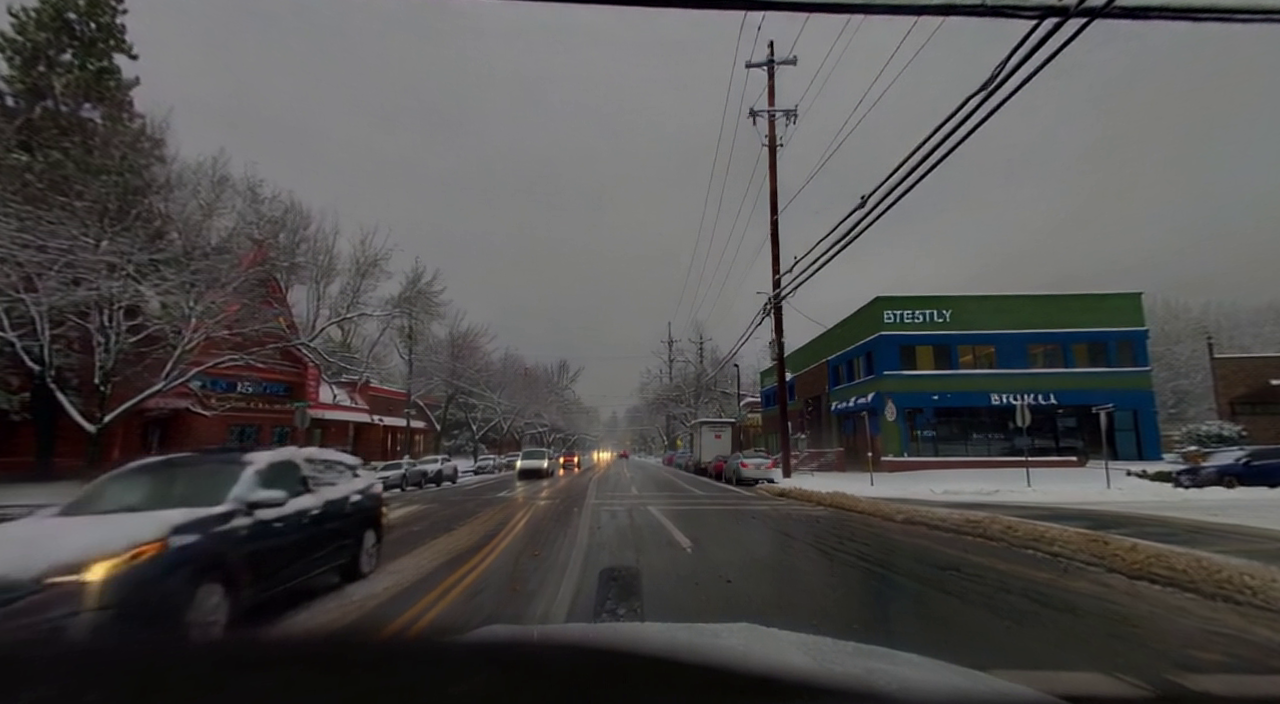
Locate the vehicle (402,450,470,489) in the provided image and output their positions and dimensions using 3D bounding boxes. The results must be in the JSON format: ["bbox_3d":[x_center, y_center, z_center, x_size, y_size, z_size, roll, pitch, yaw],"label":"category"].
[{"bbox_3d":[-11.003,6.329,34.456,2.072,1.818,4.951,-3,-9,0],"label":"vehicle"}]

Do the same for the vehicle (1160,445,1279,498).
[{"bbox_3d":[18.538,3.513,18.751,4.368,1.479,1.985,0,-9,1],"label":"vehicle"}]

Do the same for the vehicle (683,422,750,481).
[{"bbox_3d":[4.450,6.065,38.583,2.815,3.203,7.558,0,-9,-2],"label":"vehicle"}]

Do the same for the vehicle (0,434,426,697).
[{"bbox_3d":[-3.617,1.558,5.800,1.914,1.506,4.125,0,-9,-1],"label":"vehicle"}]

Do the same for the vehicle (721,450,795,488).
[{"bbox_3d":[5.456,5.472,29.866,1.963,1.646,4.204,2,-9,-11],"label":"vehicle"}]

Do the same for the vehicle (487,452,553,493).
[{"bbox_3d":[-4.816,4.893,26.005,2.050,1.505,4.219,0,-9,-3],"label":"vehicle"}]

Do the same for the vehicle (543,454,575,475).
[{"bbox_3d":[-6.001,8.384,47.378,1.845,1.469,4.413,0,-9,-1],"label":"vehicle"}]
